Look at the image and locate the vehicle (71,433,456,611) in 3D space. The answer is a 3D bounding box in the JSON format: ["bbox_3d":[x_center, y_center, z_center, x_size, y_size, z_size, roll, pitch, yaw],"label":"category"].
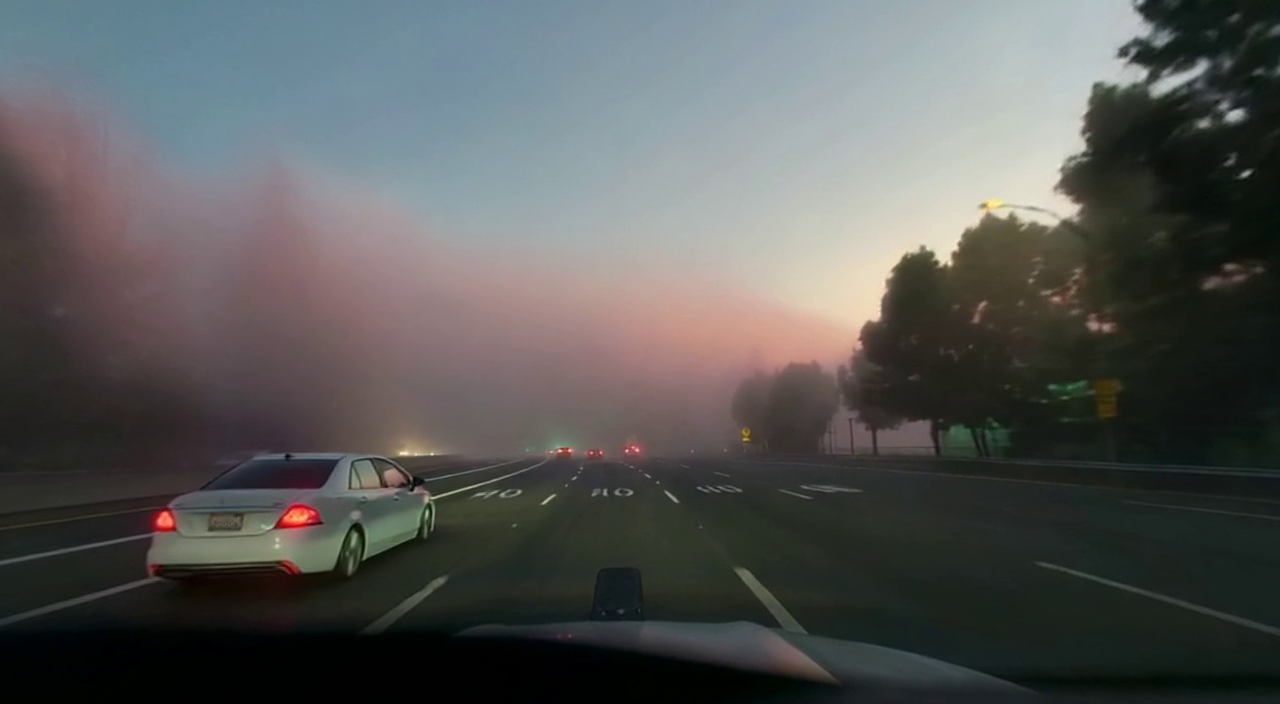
[{"bbox_3d":[-3.862,1.775,7.642,2.018,1.476,4.364,0,-8,-1],"label":"vehicle"}]
